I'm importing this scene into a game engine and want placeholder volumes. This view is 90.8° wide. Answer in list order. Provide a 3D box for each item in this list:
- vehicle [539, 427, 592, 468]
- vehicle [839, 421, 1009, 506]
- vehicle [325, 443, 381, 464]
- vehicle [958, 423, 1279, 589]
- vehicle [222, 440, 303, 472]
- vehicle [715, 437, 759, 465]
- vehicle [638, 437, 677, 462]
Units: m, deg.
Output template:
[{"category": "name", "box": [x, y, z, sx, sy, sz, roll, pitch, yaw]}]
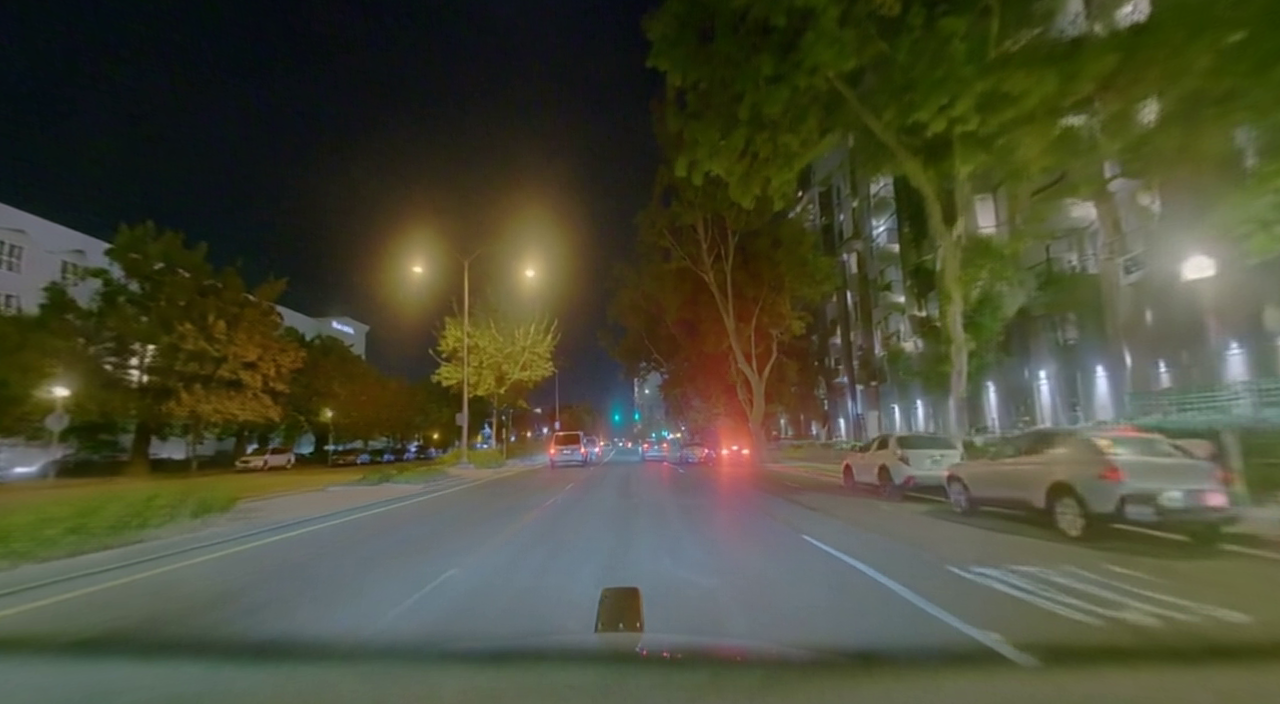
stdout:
[{"category": "vehicle", "box": [-3.827, 5.025, 33.330, 2.223, 1.957, 4.845, 0, -8, 0]}, {"category": "vehicle", "box": [6.956, 2.771, 16.116, 2.216, 1.847, 4.321, 0, -8, -1]}, {"category": "vehicle", "box": [-22.535, 7.982, 49.906, 2.111, 1.554, 5.163, 0, -8, -1]}, {"category": "vehicle", "box": [7.138, 2.003, 9.262, 2.320, 1.764, 4.731, 0, -8, -2]}, {"category": "vehicle", "box": [-22.352, 6.129, 37.627, 1.996, 1.767, 4.613, 0, -8, -1]}, {"category": "vehicle", "box": [6.252, 6.432, 41.234, 2.164, 1.727, 3.955, 0, -8, -1]}, {"category": "vehicle", "box": [1.109, 6.516, 42.289, 2.201, 1.589, 3.843, 0, -8, -4]}]
